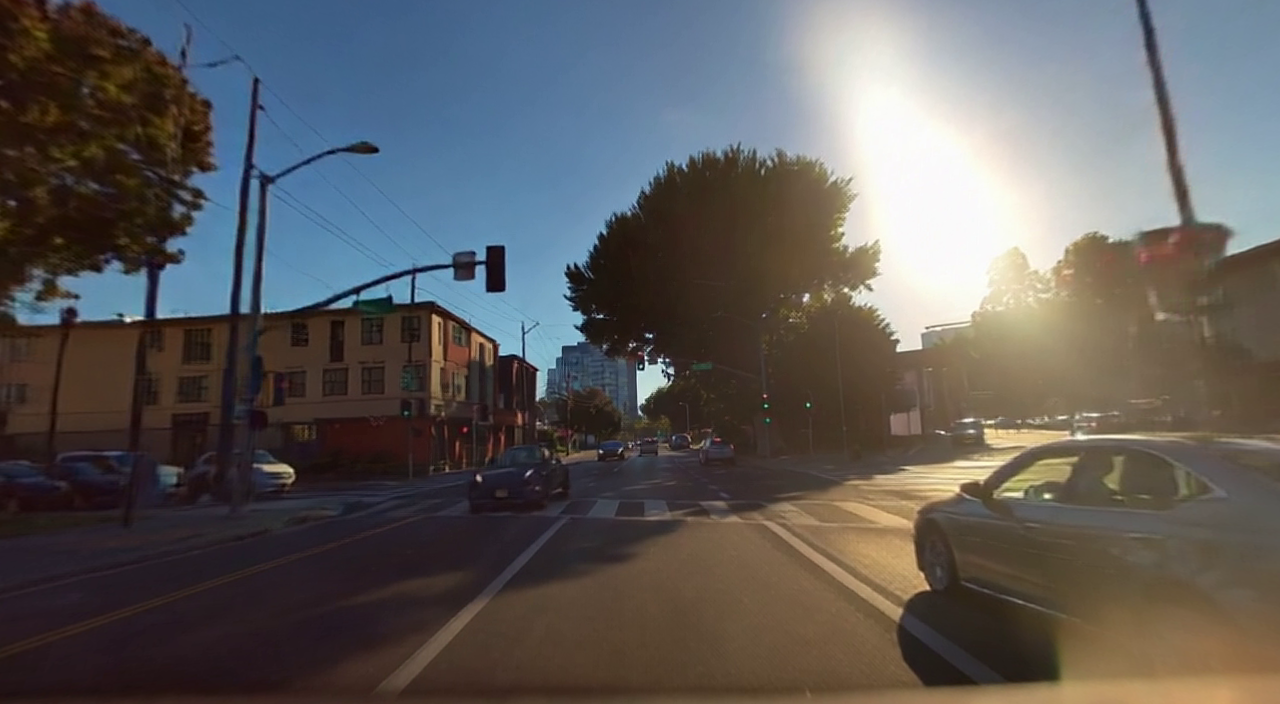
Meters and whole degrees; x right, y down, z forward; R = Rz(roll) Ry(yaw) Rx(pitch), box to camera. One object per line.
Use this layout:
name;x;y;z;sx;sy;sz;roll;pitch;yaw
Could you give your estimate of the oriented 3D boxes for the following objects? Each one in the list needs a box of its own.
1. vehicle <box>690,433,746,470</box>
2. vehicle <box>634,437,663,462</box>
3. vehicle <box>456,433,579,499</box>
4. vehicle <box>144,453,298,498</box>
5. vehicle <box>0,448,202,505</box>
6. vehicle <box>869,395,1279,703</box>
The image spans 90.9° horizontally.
vehicle;3.622;4.726;30.044;2.035;1.564;4.719;0;-9;0
vehicle;0.608;7.422;48.190;2.118;1.813;4.326;0;-9;0
vehicle;-3.427;3.334;18.894;2.519;1.689;5.200;0;-9;1
vehicle;-15.953;4.680;24.135;4.540;1.546;2.157;-1;-9;8
vehicle;-18.188;4.146;21.240;5.361;1.767;2.179;-1;-9;5
vehicle;3.270;1.117;3.680;2.072;1.471;4.834;0;-9;0
